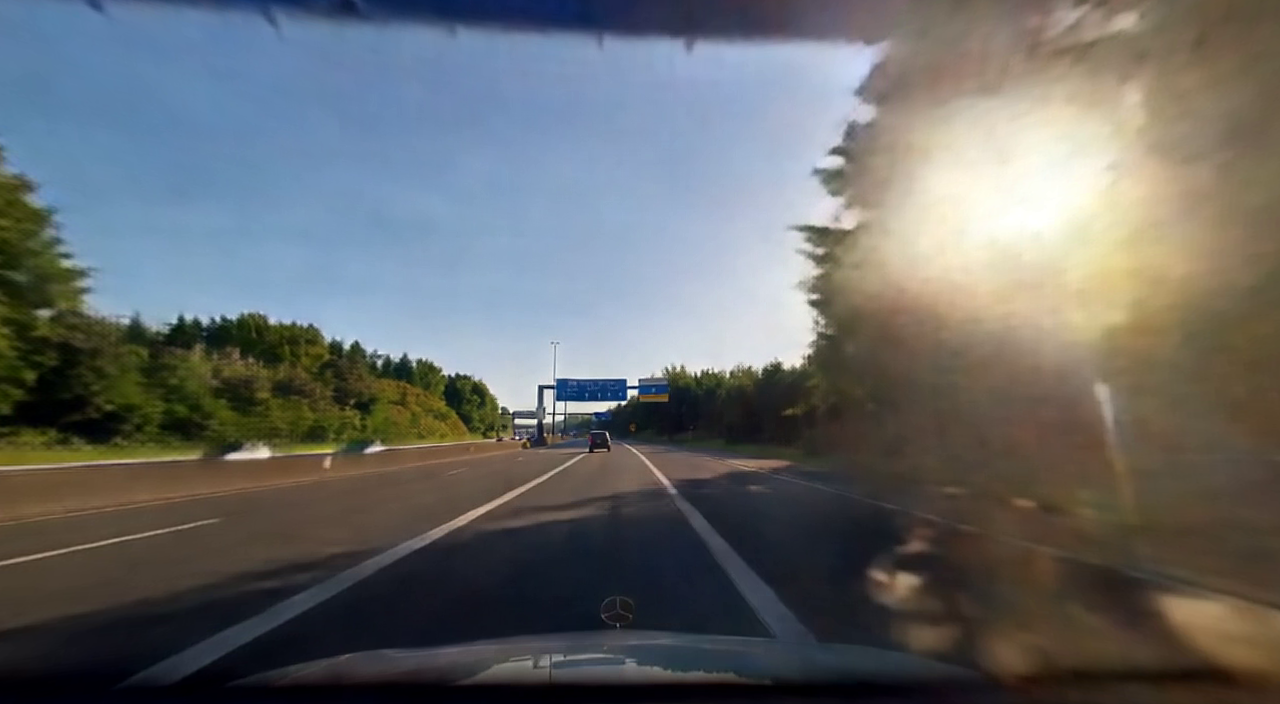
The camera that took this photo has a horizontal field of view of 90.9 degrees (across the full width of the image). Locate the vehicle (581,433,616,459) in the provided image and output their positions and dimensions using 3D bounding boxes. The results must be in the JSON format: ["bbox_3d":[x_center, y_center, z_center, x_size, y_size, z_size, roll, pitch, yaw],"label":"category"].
[{"bbox_3d":[-2.455,5.604,37.808,2.000,1.491,3.913,0,-8,-3],"label":"vehicle"}]

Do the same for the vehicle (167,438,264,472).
[{"bbox_3d":[-20.170,4.876,30.185,1.779,1.493,4.198,0,-8,-1],"label":"vehicle"}]
